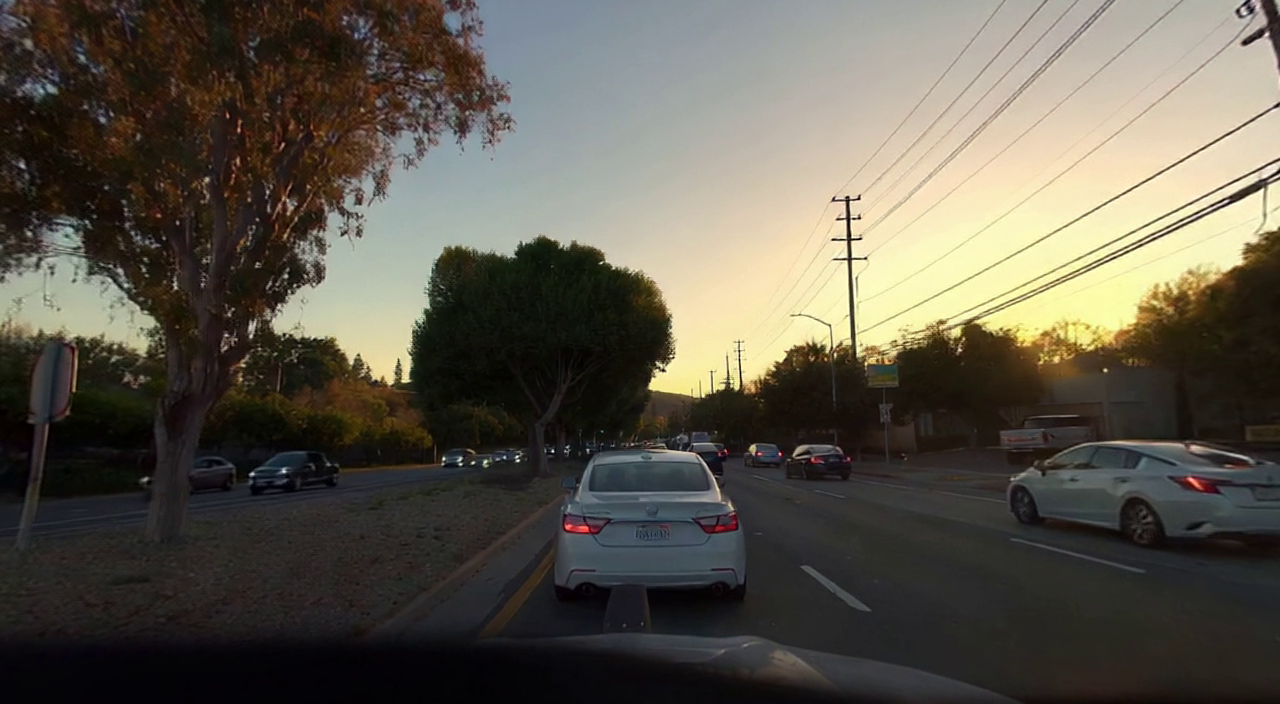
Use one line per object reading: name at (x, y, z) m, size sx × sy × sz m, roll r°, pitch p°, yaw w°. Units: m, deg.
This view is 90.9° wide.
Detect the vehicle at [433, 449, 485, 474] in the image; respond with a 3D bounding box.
vehicle at (-11.824, 7.152, 41.522) m, size 1.988 × 1.486 × 4.586 m, roll 0°, pitch -8°, yaw 1°

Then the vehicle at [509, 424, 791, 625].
vehicle at (0.071, 1.586, 6.762) m, size 2.108 × 1.479 × 3.935 m, roll 0°, pitch -8°, yaw 0°

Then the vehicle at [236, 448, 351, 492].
vehicle at (-14.986, 5.104, 27.685) m, size 2.291 × 1.682 × 4.835 m, roll 0°, pitch -8°, yaw 0°

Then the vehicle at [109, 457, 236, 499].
vehicle at (-19.244, 5.172, 26.282) m, size 1.853 × 1.489 × 4.449 m, roll 0°, pitch -8°, yaw 0°

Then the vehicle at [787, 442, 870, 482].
vehicle at (7.460, 4.369, 25.441) m, size 1.899 × 1.458 × 4.499 m, roll 0°, pitch -8°, yaw 0°

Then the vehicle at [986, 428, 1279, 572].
vehicle at (7.023, 1.861, 8.823) m, size 1.850 × 1.480 × 4.474 m, roll 0°, pitch -8°, yaw 1°
